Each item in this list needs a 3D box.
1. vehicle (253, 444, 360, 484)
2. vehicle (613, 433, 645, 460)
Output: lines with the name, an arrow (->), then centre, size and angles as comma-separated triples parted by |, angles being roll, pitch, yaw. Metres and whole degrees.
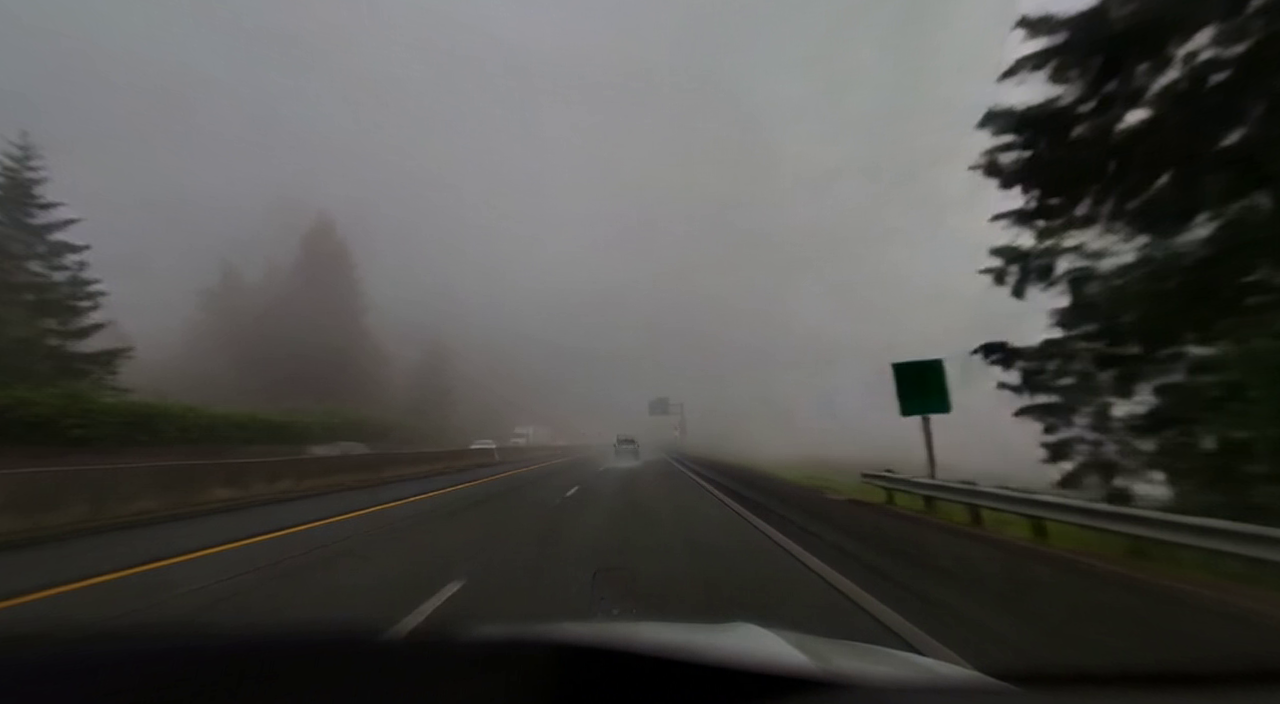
vehicle -> -13.390, 4.492, 25.612 | 1.993, 1.465, 4.260 | -1, -8, 0
vehicle -> -0.805, 6.910, 46.218 | 2.188, 1.825, 4.282 | 0, -8, -1
